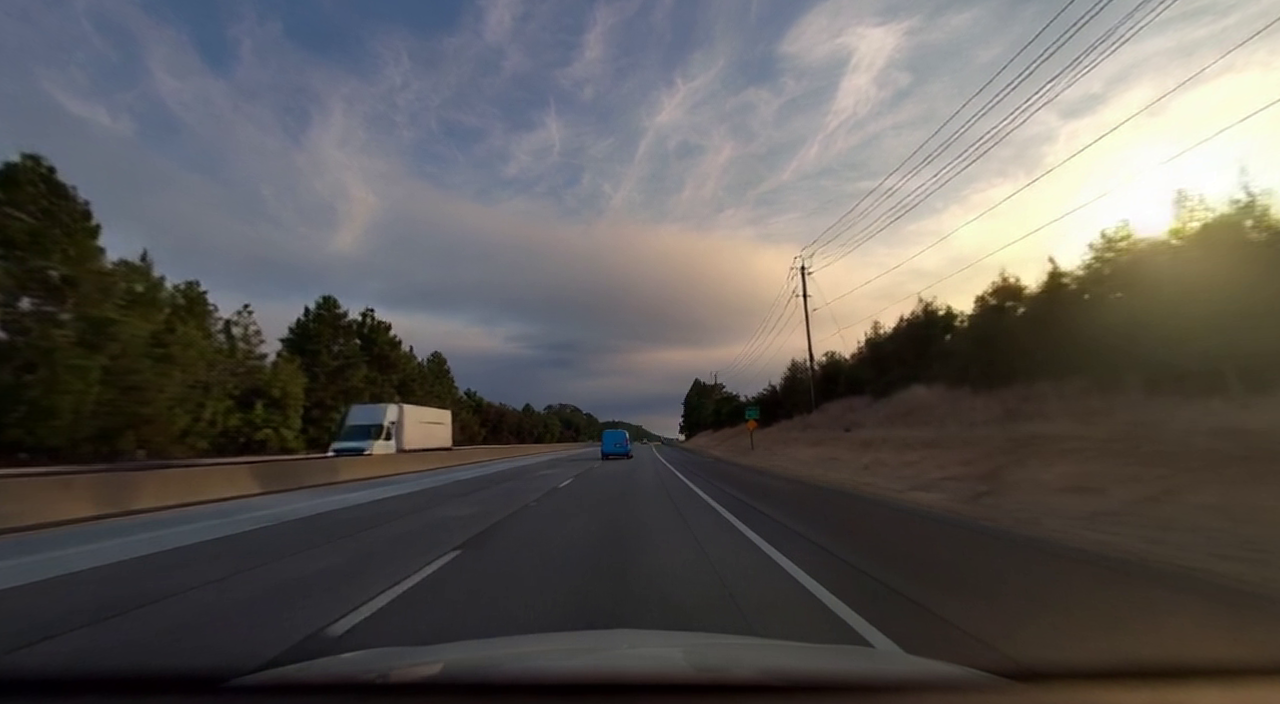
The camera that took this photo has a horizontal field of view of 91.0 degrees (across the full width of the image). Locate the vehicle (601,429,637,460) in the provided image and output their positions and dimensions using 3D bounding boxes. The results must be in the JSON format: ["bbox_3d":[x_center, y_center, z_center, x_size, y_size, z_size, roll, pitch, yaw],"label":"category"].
[{"bbox_3d":[-1.290,5.929,40.356,2.041,1.856,4.353,0,-8,1],"label":"vehicle"}]

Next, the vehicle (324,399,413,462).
[{"bbox_3d":[-17.233,5.096,40.502,2.996,3.754,5.848,0,-8,0],"label":"vehicle"}]
